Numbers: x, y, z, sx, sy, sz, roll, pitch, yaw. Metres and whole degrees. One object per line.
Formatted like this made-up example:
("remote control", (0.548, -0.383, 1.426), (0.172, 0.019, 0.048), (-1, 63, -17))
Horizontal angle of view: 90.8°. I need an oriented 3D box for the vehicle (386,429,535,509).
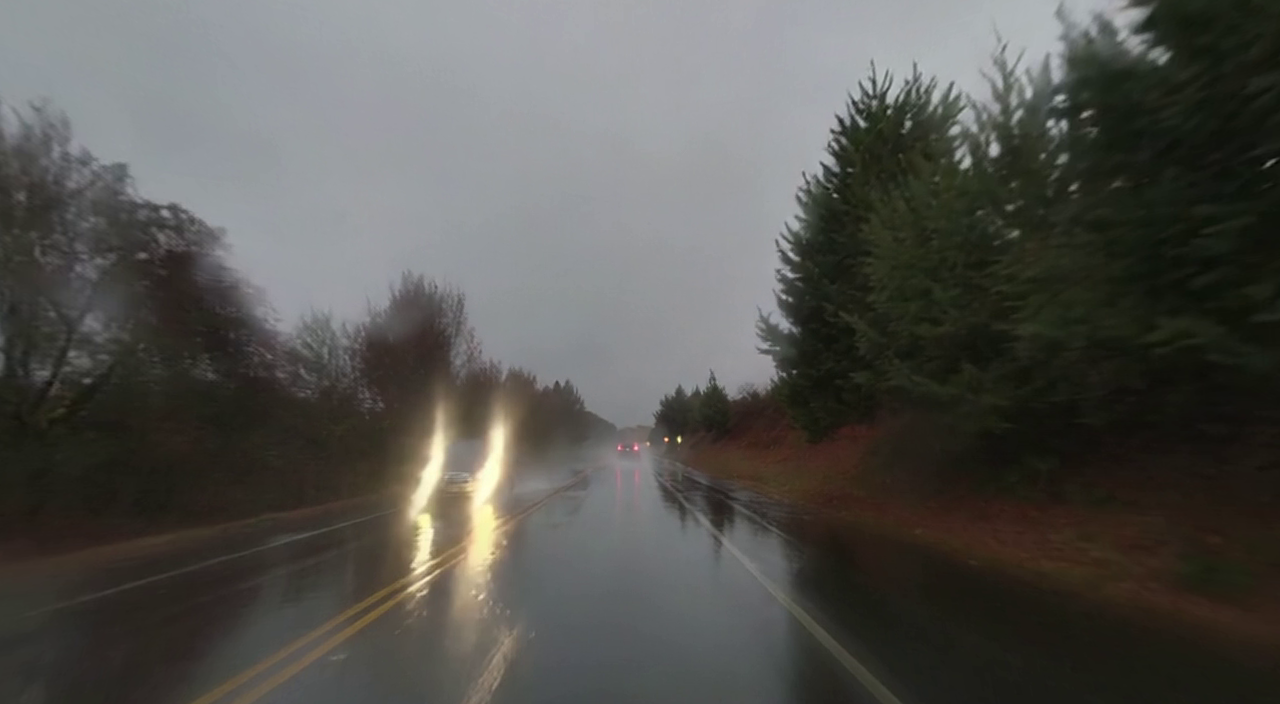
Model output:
("vehicle", (-4.564, 3.080, 17.041), (2.695, 1.840, 4.689), (0, -9, -1))
